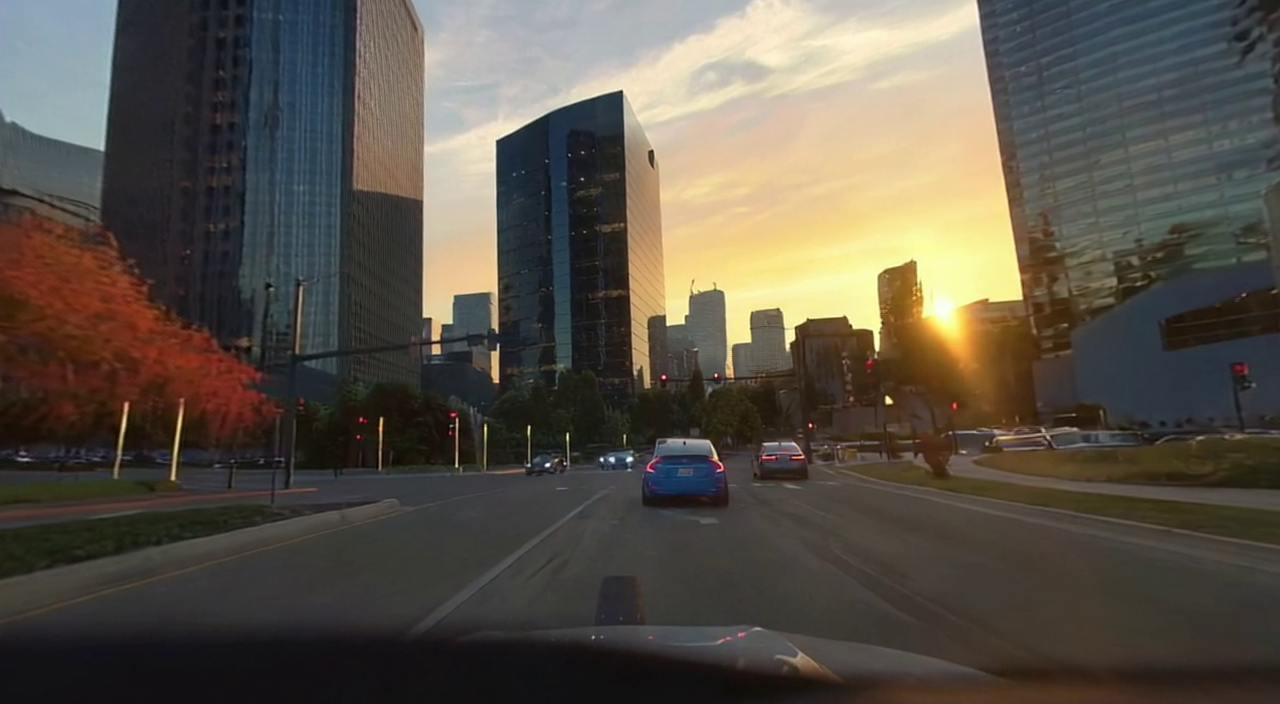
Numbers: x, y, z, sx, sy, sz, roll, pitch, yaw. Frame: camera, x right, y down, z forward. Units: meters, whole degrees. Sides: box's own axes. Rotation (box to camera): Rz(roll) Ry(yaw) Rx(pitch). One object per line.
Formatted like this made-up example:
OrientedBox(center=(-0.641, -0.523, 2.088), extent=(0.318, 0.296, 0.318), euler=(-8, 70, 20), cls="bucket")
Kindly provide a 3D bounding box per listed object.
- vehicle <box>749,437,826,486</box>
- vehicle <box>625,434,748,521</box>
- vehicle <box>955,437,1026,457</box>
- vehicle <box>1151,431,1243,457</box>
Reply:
OrientedBox(center=(4.905, 3.710, 21.506), extent=(1.916, 1.492, 3.911), euler=(-1, -9, 4), cls="vehicle")
OrientedBox(center=(0.885, 2.513, 13.069), extent=(2.127, 1.497, 4.020), euler=(-1, -9, 2), cls="vehicle")
OrientedBox(center=(26.066, 7.088, 46.929), extent=(4.154, 1.475, 1.862), euler=(-2, -9, 9), cls="vehicle")
OrientedBox(center=(38.004, 6.343, 43.070), extent=(4.274, 1.503, 1.755), euler=(-4, -10, 8), cls="vehicle")
